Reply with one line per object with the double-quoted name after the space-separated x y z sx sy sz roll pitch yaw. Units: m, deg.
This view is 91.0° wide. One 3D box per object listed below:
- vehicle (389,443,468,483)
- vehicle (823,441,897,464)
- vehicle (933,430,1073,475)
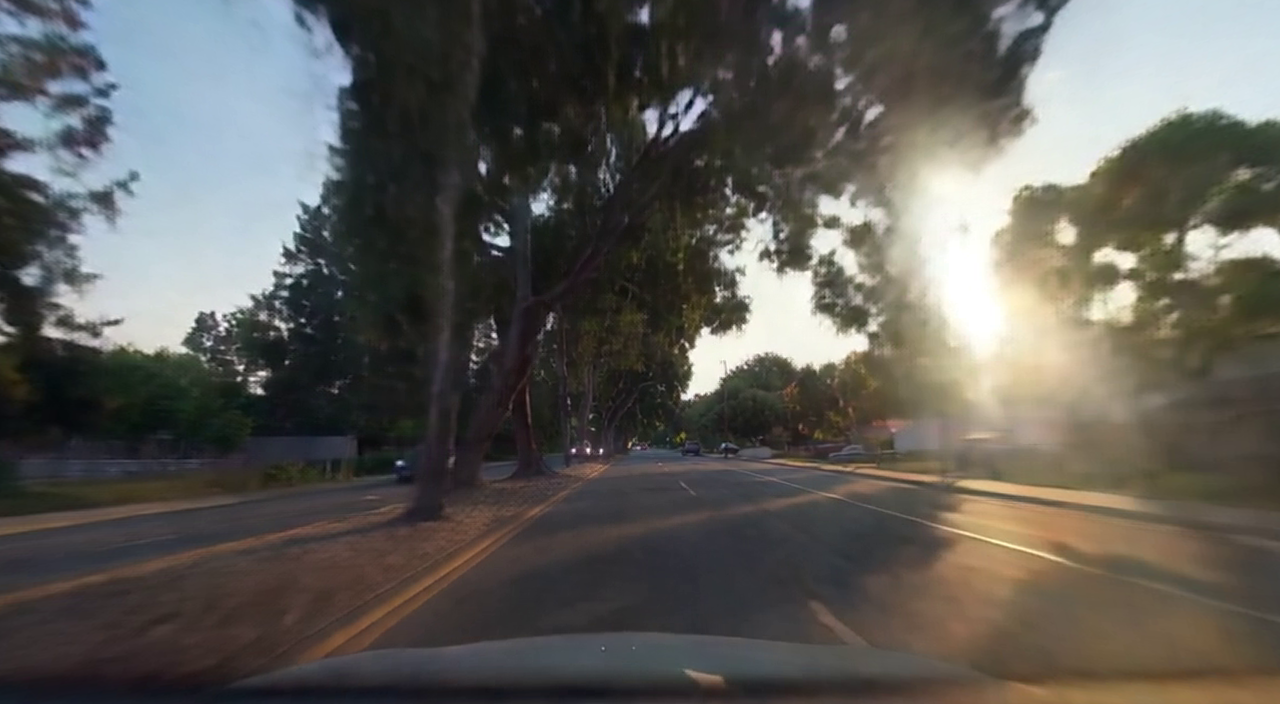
-9.831 5.190 29.711 2.000 1.728 4.587 0 -8 2 "vehicle"
15.659 7.154 44.901 4.500 1.390 1.864 -1 -7 -3 "vehicle"
14.433 4.007 25.228 4.386 1.711 1.929 0 -8 1 "vehicle"
